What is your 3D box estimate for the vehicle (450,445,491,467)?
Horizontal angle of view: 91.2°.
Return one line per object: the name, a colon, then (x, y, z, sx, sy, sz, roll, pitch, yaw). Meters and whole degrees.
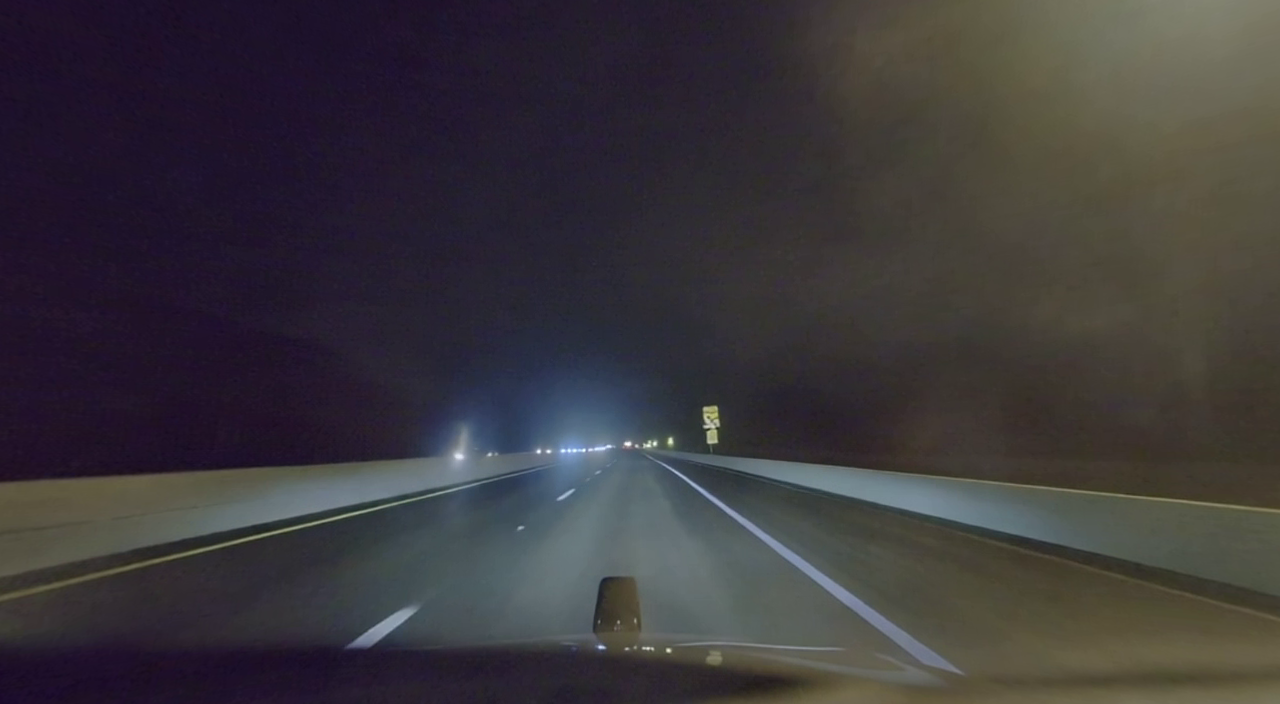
vehicle: (-13.178, 8.084, 48.929, 1.897, 1.568, 4.209, -1, -9, 1)
